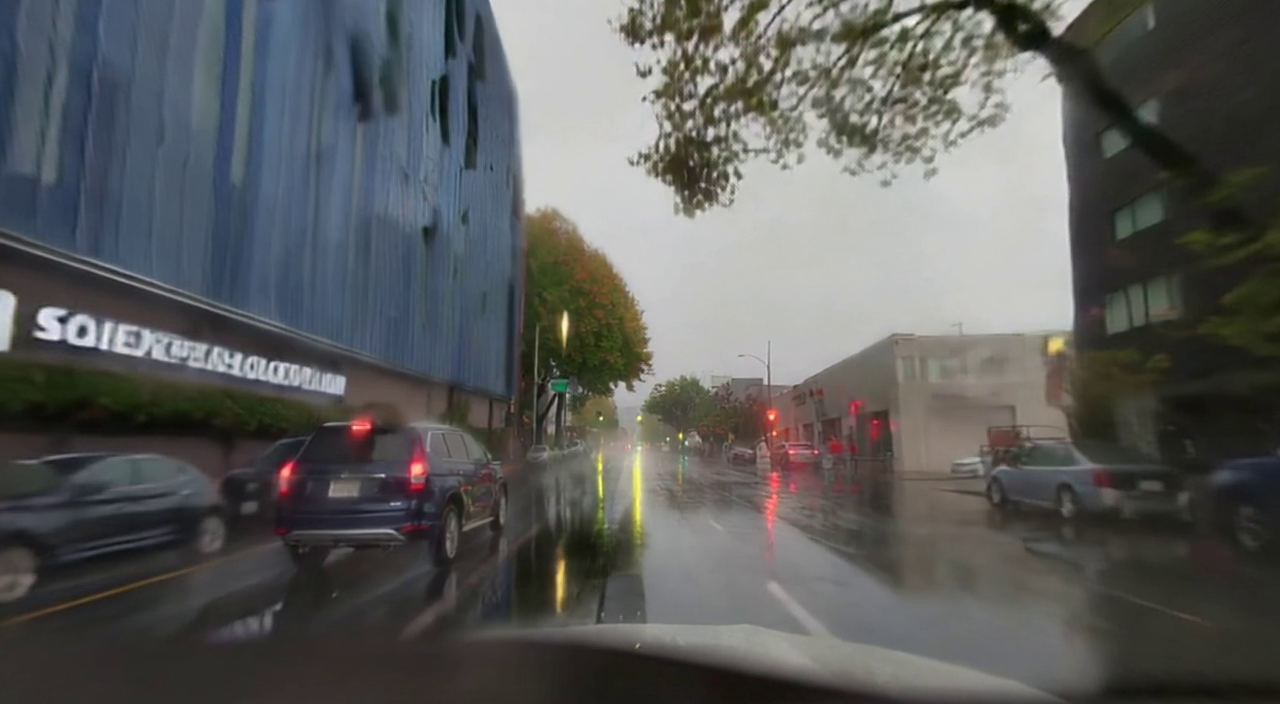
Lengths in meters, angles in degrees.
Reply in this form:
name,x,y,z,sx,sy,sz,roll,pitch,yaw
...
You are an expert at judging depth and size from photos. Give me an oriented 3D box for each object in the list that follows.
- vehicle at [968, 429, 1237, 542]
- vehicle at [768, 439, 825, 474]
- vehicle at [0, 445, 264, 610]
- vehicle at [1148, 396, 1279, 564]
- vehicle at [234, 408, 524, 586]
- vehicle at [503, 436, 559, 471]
name,x,y,z,sx,sy,sz,roll,pitch,yaw
vehicle,9.000,2.581,12.984,2.005,1.726,4.658,5,-8,-1
vehicle,9.290,6.227,37.977,2.129,1.929,5.537,0,-8,1
vehicle,-6.929,1.936,7.493,1.984,1.508,4.788,-4,-8,1
vehicle,9.247,1.486,7.094,2.249,2.117,5.743,0,-8,0
vehicle,-3.022,1.769,8.574,2.002,1.756,4.366,-1,-8,1
vehicle,-6.737,6.356,39.661,2.290,2.012,5.654,-1,-8,2
